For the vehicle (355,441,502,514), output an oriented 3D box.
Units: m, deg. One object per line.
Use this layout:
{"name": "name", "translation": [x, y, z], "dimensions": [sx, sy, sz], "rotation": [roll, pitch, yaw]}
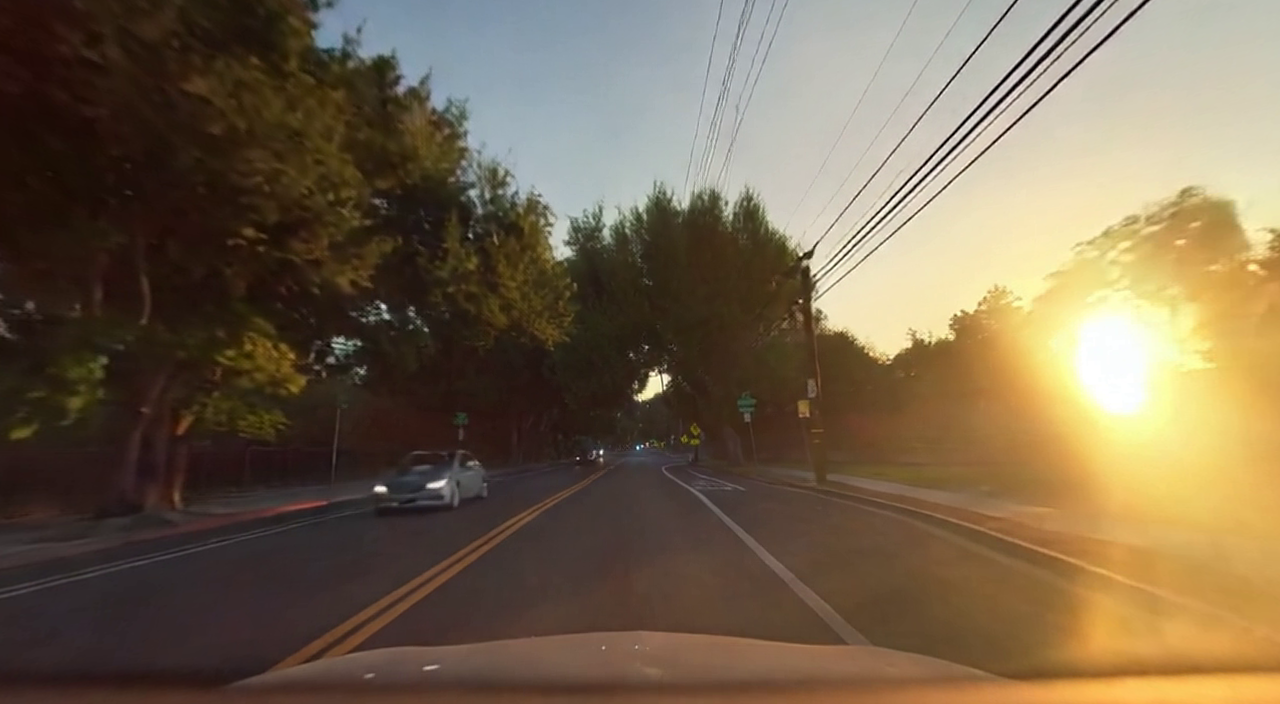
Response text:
{"name": "vehicle", "translation": [-5.030, 3.026, 15.839], "dimensions": [2.093, 1.523, 4.536], "rotation": [0, -8, 0]}
